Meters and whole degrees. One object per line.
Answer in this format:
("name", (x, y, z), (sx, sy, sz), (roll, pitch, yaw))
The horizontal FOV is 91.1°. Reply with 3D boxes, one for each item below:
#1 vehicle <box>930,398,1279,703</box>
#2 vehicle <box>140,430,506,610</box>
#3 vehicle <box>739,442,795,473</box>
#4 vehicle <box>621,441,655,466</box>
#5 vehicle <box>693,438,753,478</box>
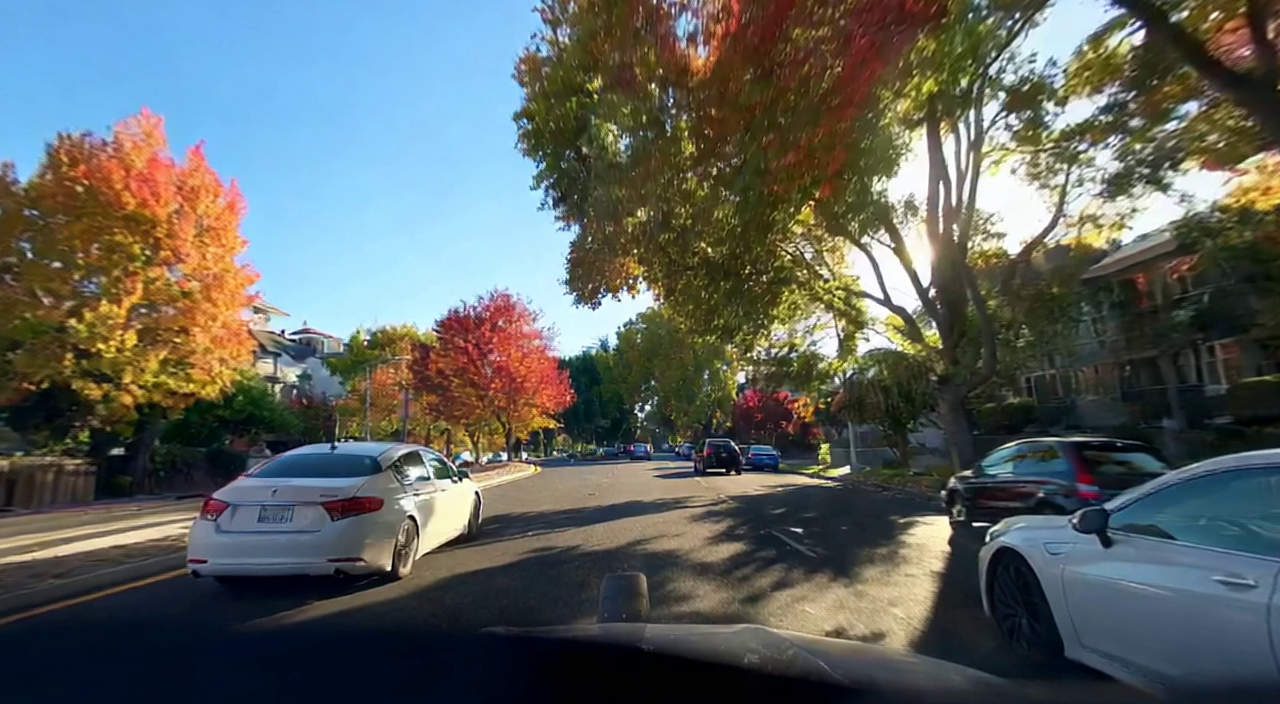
("vehicle", (3.223, 0.946, 2.434), (2.060, 1.474, 4.475), (0, -8, 0))
("vehicle", (-3.140, 1.739, 7.573), (1.997, 1.479, 4.547), (0, -8, 1))
("vehicle", (7.186, 5.995, 35.944), (2.114, 1.628, 4.932), (0, -8, -1))
("vehicle", (-0.122, 7.145, 44.286), (2.293, 1.662, 4.262), (0, -8, 0))
("vehicle", (3.630, 4.736, 28.363), (2.019, 1.675, 4.488), (0, -8, -1))
